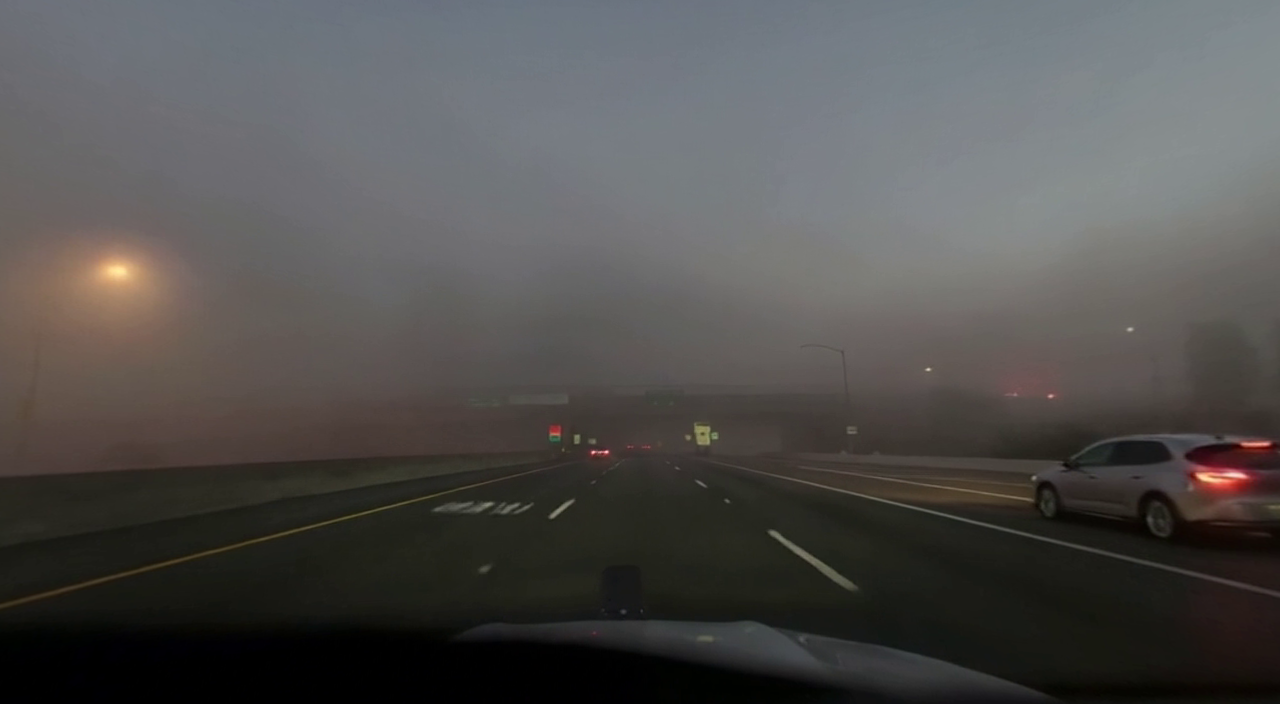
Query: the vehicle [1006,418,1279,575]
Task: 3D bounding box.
[{"bbox_3d":[7.619,1.832,8.831,2.032,1.601,4.863,0,-8,0],"label":"vehicle"}]
